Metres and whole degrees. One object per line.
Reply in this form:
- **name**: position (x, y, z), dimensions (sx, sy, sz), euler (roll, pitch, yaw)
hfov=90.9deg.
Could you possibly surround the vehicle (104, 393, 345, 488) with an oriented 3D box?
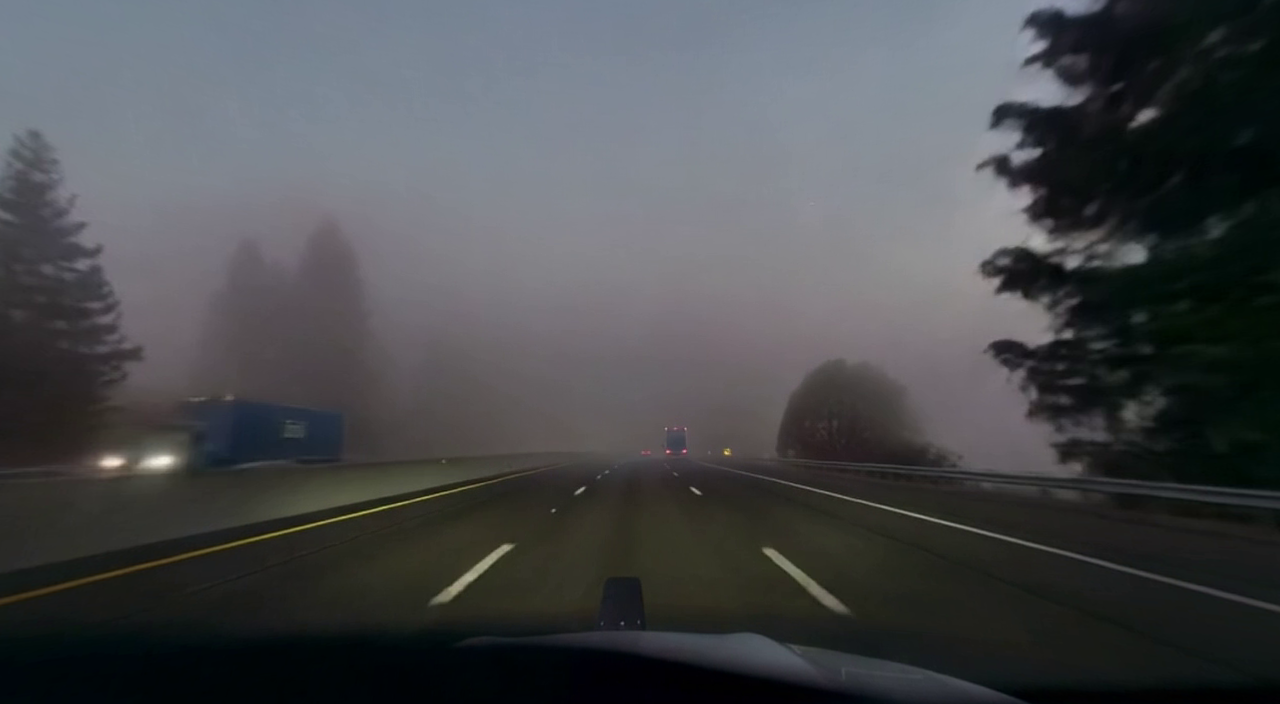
- **vehicle**: position (-19.633, 4.517, 31.735), dimensions (2.995, 3.744, 13.270), euler (0, -9, 1)

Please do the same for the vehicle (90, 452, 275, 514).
- **vehicle**: position (-12.230, 3.487, 17.293), dimensions (1.849, 1.447, 4.304), euler (0, -9, 0)
